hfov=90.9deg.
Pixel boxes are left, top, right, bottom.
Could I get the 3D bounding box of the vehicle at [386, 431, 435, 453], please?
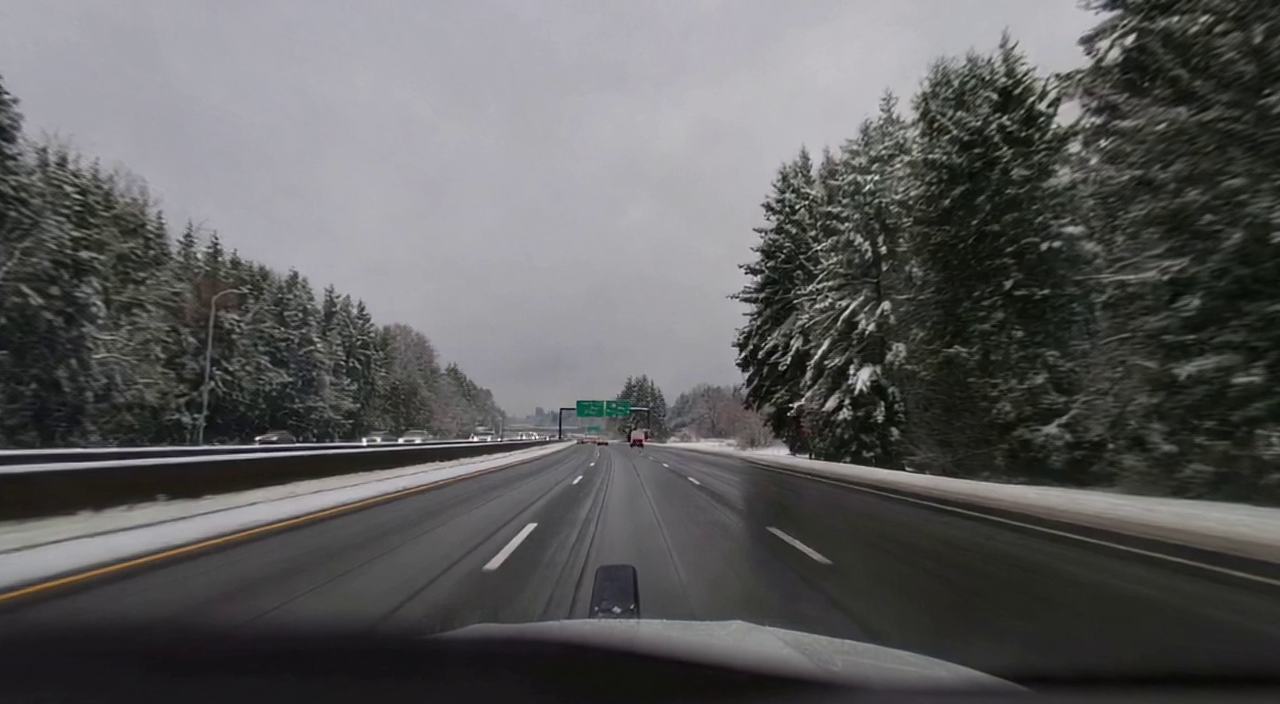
[{"bbox_3d":[-16.436,6.489,45.390,1.951,1.470,4.535,0,-8,-1],"label":"vehicle"}]
